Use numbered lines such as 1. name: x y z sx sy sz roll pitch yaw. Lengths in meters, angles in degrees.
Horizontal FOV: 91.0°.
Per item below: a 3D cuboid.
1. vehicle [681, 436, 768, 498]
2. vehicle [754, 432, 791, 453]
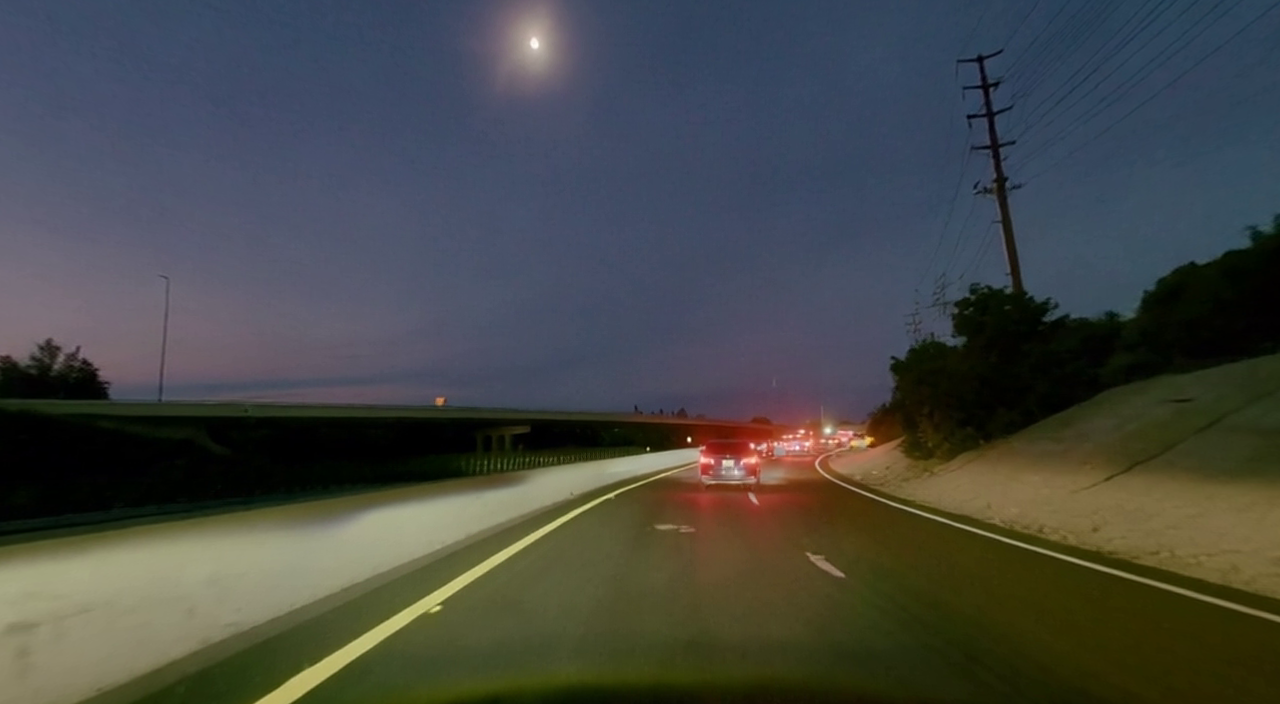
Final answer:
1. vehicle: 2.311 3.116 17.518 2.091 1.482 4.321 -1 -9 7
2. vehicle: 9.992 6.800 47.371 1.931 1.485 4.191 -4 -9 22
